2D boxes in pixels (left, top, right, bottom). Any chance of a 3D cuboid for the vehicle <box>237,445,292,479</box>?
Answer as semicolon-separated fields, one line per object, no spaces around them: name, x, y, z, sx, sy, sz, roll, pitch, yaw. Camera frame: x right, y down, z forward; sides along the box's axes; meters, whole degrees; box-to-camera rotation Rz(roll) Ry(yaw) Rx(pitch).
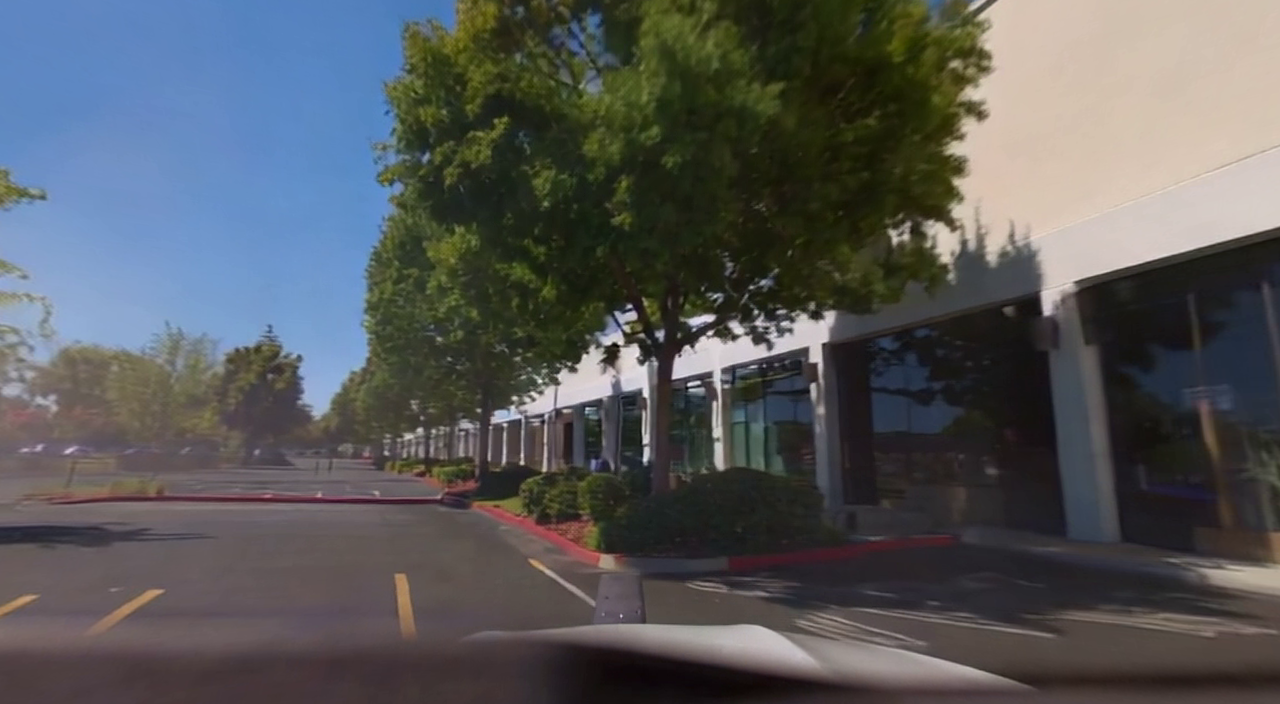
vehicle;-21.748;6.357;36.765;2.180;1.806;4.541;4;-9;-24
